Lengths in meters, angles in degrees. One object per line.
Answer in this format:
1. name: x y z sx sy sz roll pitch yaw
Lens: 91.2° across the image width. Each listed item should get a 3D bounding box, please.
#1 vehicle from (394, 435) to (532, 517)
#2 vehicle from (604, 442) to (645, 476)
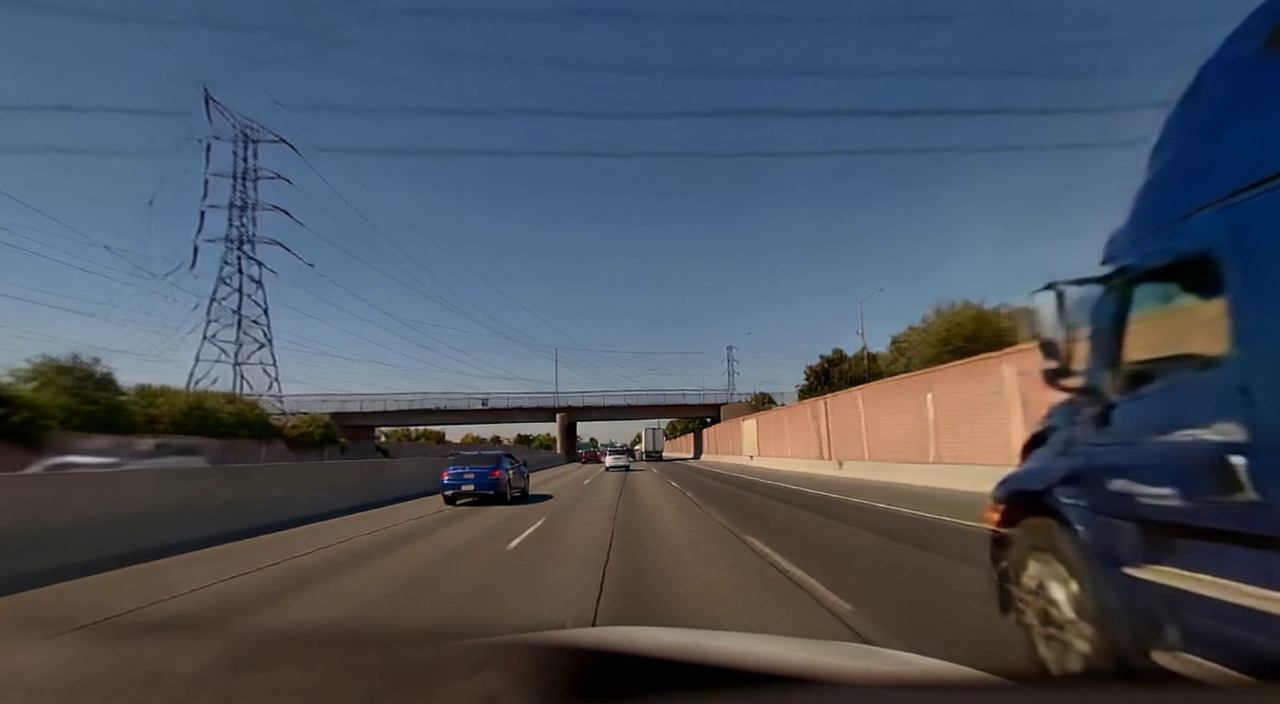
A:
1. vehicle: -3.753 2.708 14.119 1.987 1.548 3.981 0 -9 -1
2. vehicle: -0.779 5.556 32.787 2.004 1.615 4.113 0 -9 -1
